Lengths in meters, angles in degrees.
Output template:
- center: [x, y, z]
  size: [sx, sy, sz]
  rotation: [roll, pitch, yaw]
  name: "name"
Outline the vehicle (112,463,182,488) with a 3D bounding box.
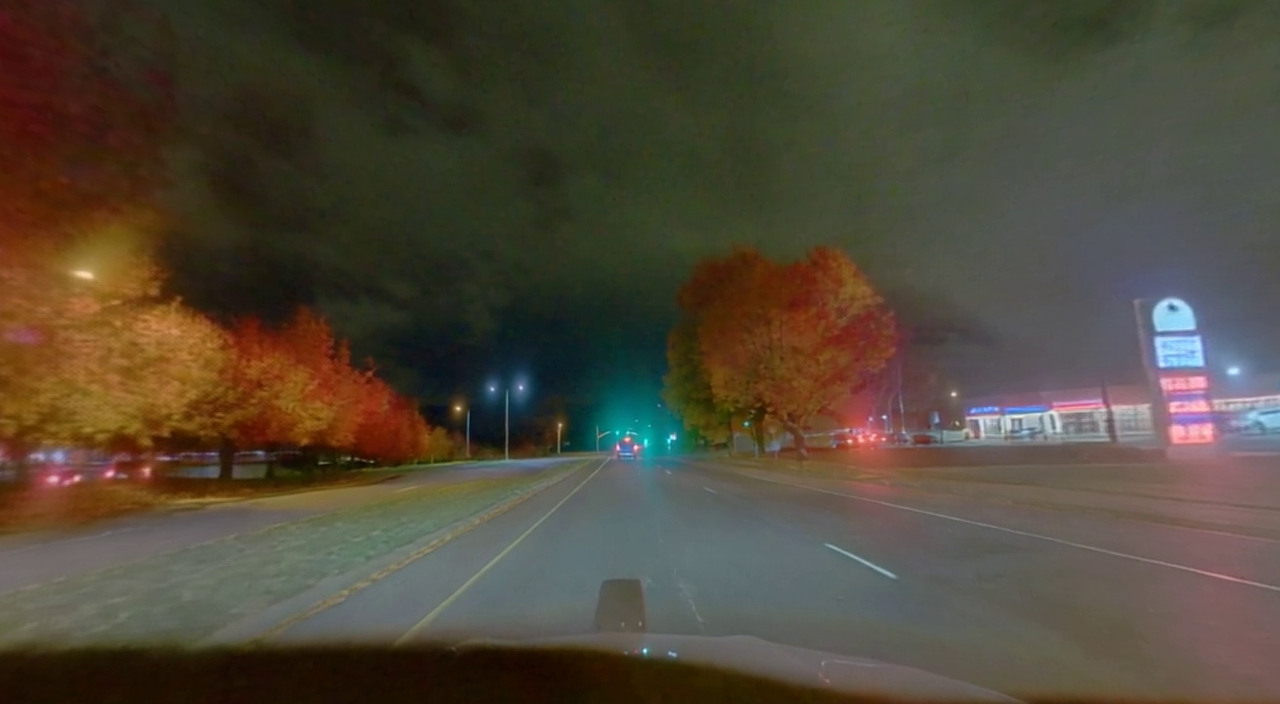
- center: [-35.290, 8.851, 45.276]
  size: [1.784, 1.536, 3.893]
  rotation: [0, -8, 2]
  name: "vehicle"
